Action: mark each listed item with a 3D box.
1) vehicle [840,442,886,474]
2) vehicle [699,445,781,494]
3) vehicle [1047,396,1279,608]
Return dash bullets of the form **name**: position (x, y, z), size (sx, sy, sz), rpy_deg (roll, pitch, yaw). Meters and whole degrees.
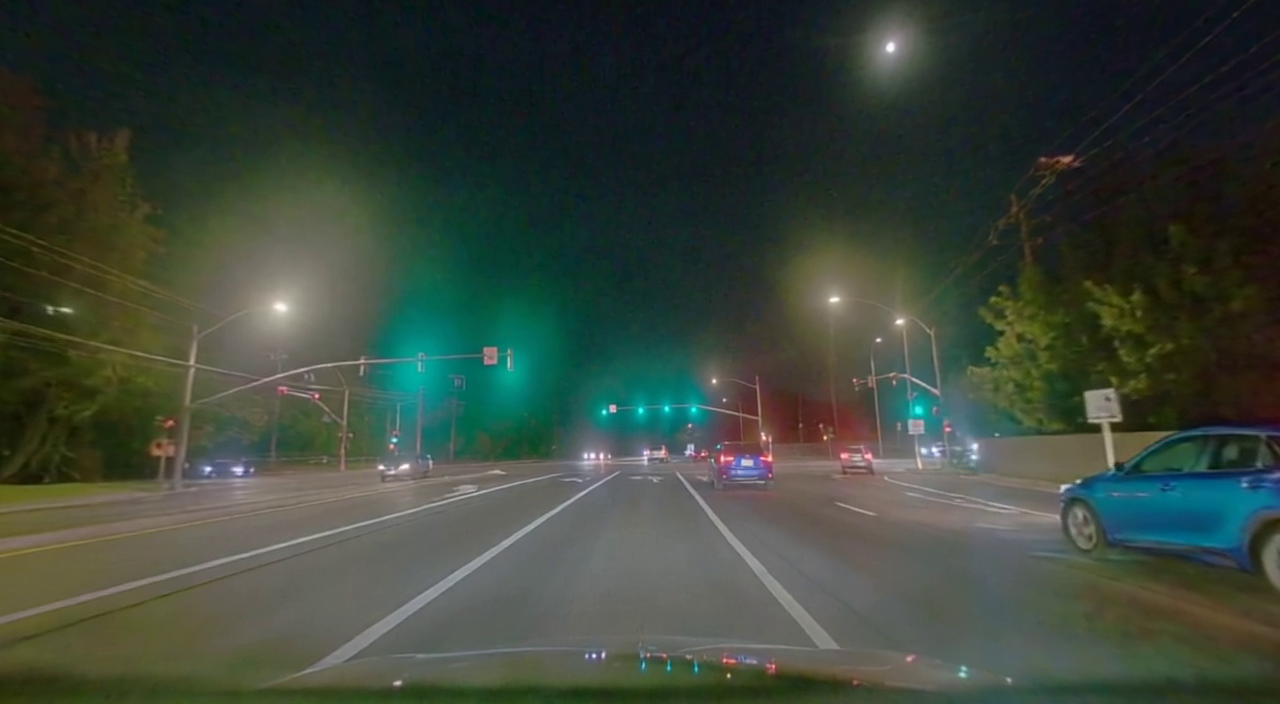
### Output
- **vehicle**: position (13.169, 6.264, 37.537), size (1.949, 1.758, 4.215), rpy_deg (-2, -8, 11)
- **vehicle**: position (3.257, 3.909, 21.472), size (2.035, 1.460, 4.392), rpy_deg (0, -8, -1)
- **vehicle**: position (6.488, 1.401, 6.212), size (2.029, 1.795, 4.371), rpy_deg (0, -8, 0)
